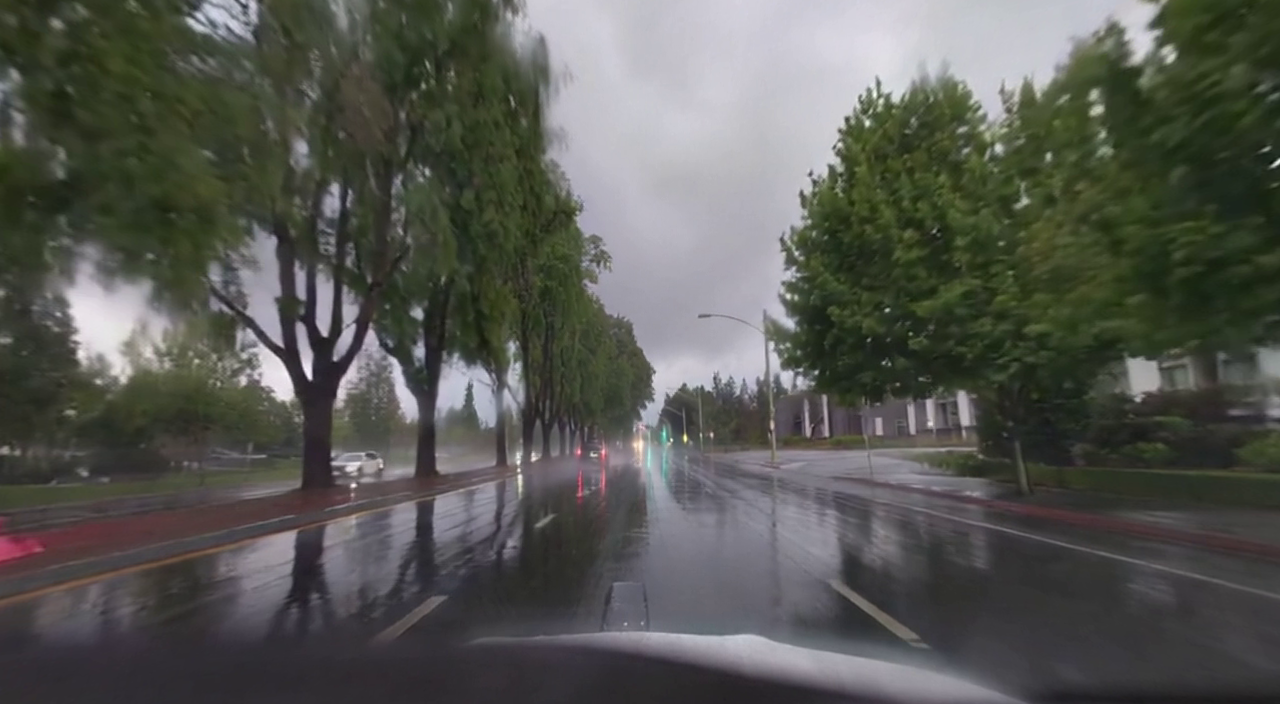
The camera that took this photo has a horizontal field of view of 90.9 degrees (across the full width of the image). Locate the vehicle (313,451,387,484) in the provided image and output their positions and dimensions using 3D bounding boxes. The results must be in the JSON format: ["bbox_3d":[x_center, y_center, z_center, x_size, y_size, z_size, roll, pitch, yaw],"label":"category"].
[{"bbox_3d":[-16.014,6.358,35.087,1.923,1.637,4.409,0,-8,1],"label":"vehicle"}]

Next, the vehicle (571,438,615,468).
[{"bbox_3d":[-2.873,6.253,39.171,2.283,1.716,4.395,0,-8,1],"label":"vehicle"}]
